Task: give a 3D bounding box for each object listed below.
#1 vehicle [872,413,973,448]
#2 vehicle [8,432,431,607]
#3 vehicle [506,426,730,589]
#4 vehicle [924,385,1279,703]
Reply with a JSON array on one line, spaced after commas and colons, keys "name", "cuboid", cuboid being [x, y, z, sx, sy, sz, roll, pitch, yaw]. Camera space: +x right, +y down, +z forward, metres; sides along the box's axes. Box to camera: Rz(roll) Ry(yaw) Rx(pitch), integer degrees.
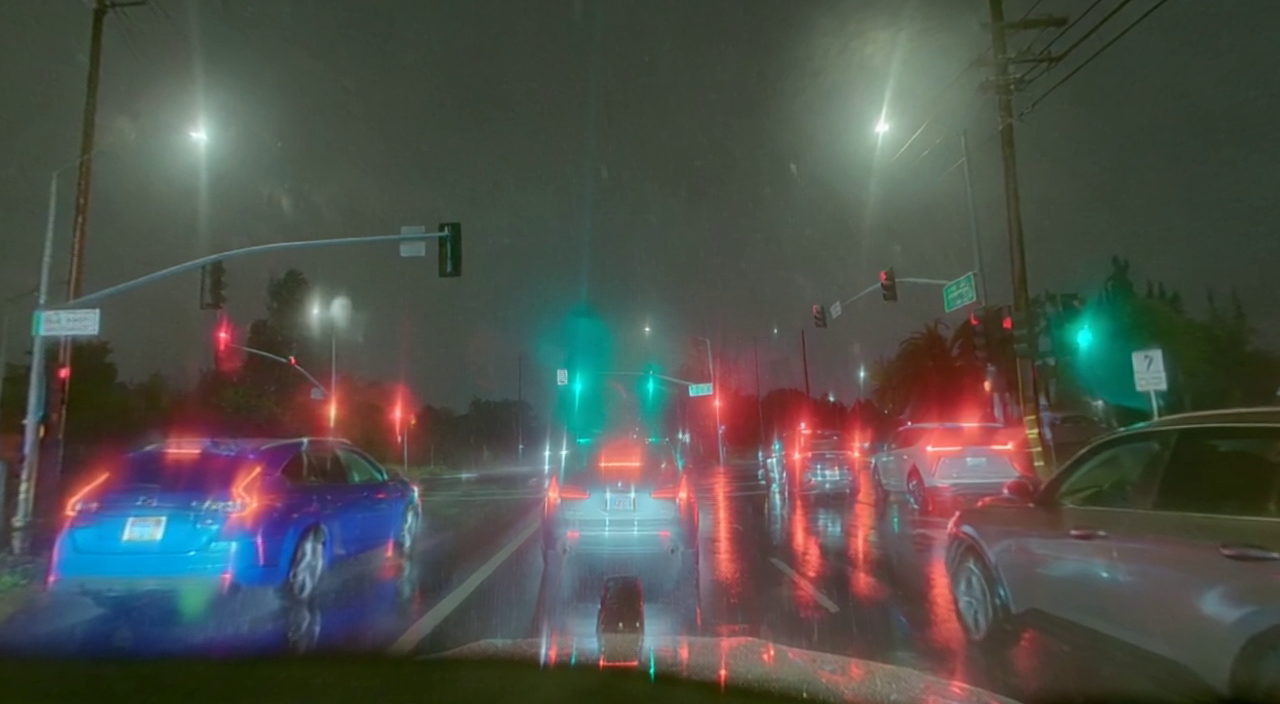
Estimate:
[{"name": "vehicle", "cuboid": [15.125, 4.240, 33.994, 4.431, 1.555, 1.886, -4, -9, 2]}, {"name": "vehicle", "cuboid": [-4.369, 1.771, 7.685, 2.106, 1.492, 4.312, 0, -8, 1]}, {"name": "vehicle", "cuboid": [-0.229, 1.755, 8.015, 2.061, 1.485, 4.196, 0, -8, -1]}, {"name": "vehicle", "cuboid": [2.925, 0.932, 2.474, 1.860, 1.494, 3.707, 0, -8, 0]}]
